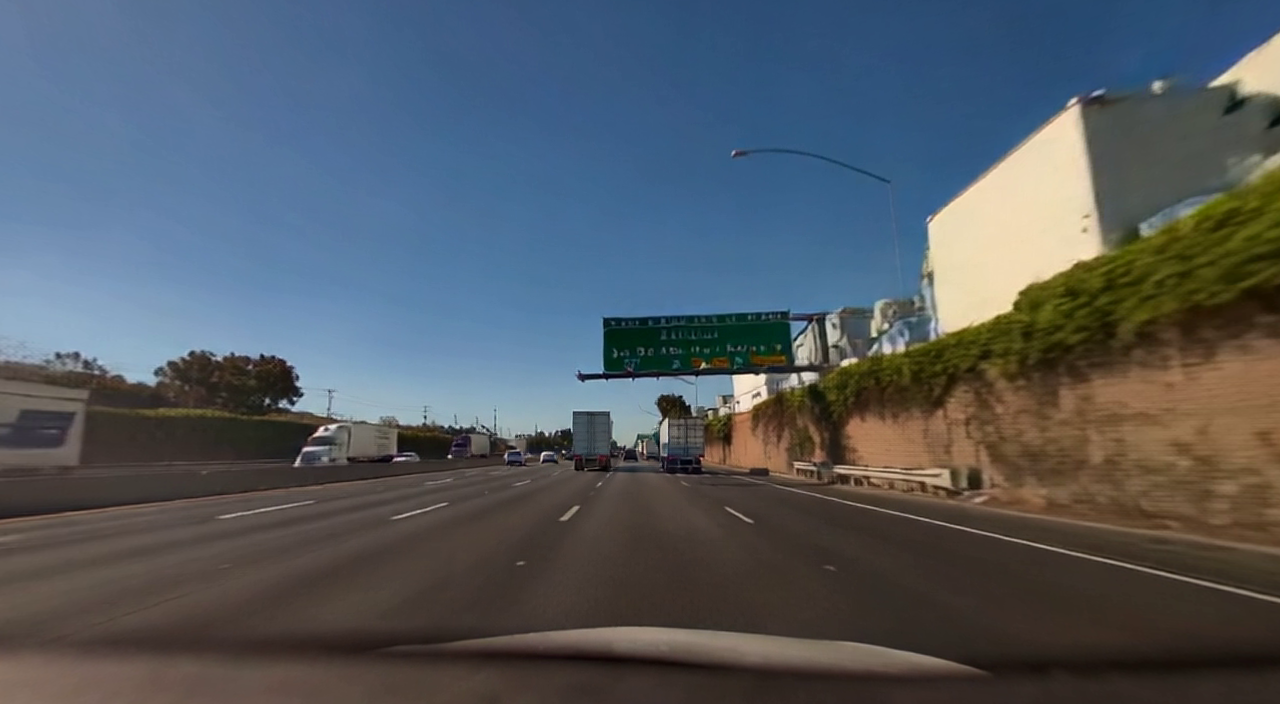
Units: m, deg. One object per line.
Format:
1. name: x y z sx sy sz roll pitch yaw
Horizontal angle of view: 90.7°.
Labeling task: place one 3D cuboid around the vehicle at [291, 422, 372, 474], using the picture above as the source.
1. vehicle: -23.425 7.332 48.427 3.021 3.620 6.267 0 -9 -1

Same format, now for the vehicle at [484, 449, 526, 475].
1. vehicle: -9.175 7.489 43.439 2.132 1.679 4.045 0 -9 -2

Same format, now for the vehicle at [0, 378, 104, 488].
1. vehicle: -23.375 2.406 19.318 2.759 3.747 13.134 0 -9 -1
